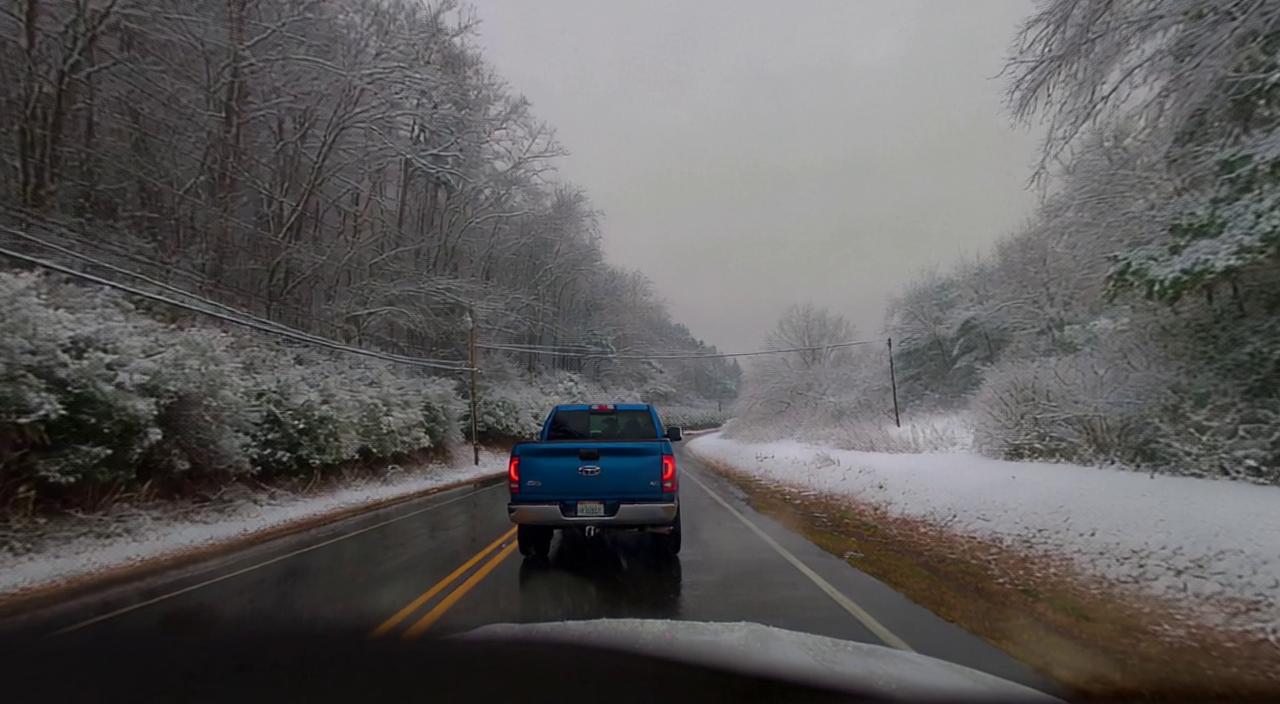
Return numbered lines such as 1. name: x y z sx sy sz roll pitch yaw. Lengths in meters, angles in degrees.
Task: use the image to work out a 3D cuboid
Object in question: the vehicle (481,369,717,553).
1. vehicle: -0.527 1.749 10.673 2.837 2.223 5.885 0 -8 -1
